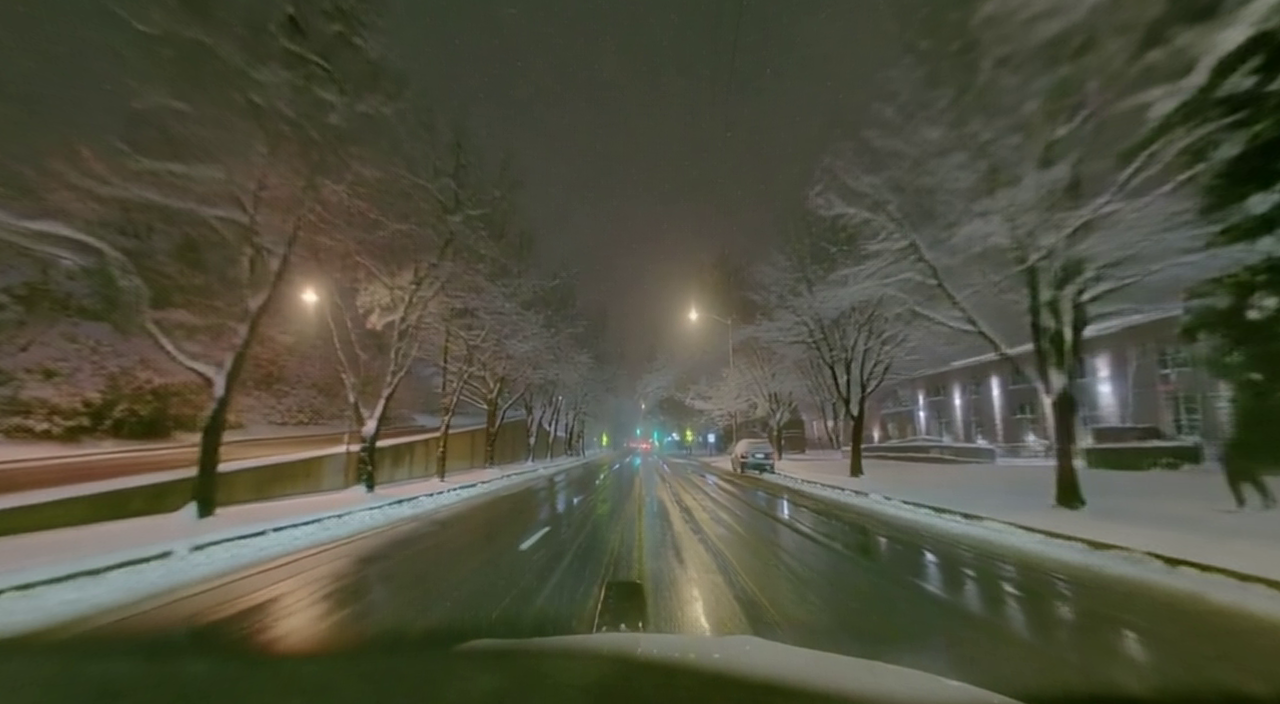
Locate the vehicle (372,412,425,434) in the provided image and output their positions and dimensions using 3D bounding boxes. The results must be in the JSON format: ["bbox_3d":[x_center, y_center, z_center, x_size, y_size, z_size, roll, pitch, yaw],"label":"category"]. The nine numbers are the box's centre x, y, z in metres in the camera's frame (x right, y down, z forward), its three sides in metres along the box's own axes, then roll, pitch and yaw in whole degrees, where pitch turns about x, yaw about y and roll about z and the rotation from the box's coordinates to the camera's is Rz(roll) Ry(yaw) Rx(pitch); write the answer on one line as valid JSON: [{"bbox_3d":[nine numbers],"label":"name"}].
[{"bbox_3d":[-17.157,5.108,44.976,1.960,1.436,4.584,0,-8,0],"label":"vehicle"}]

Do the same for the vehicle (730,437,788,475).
[{"bbox_3d":[6.049,5.333,32.714,2.177,1.788,5.106,0,-8,2],"label":"vehicle"}]
